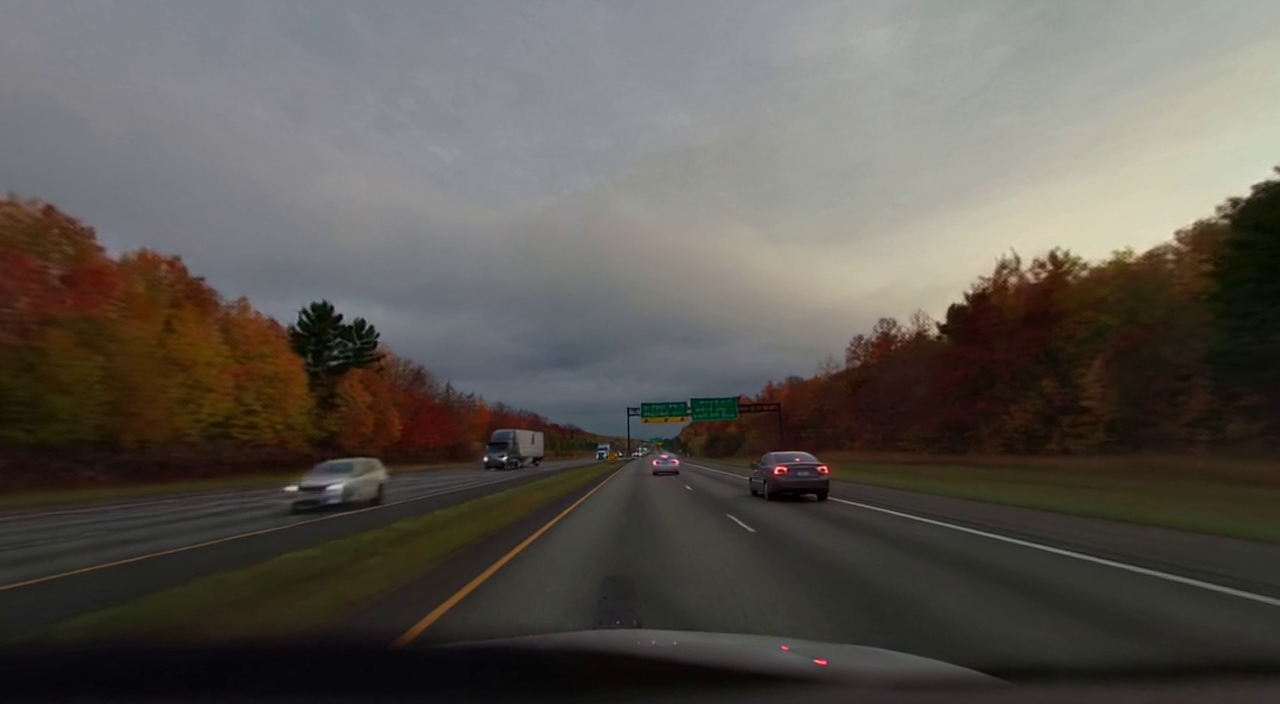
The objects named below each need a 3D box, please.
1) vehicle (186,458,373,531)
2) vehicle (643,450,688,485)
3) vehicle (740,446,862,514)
[{"bbox_3d":[-8.911,3.519,16.101,1.991,1.505,4.657,0,-9,0],"label":"vehicle"},{"bbox_3d":[1.199,5.668,31.101,2.070,1.546,4.648,0,-9,1],"label":"vehicle"},{"bbox_3d":[4.093,3.321,16.774,2.119,1.557,4.163,0,-9,0],"label":"vehicle"}]
